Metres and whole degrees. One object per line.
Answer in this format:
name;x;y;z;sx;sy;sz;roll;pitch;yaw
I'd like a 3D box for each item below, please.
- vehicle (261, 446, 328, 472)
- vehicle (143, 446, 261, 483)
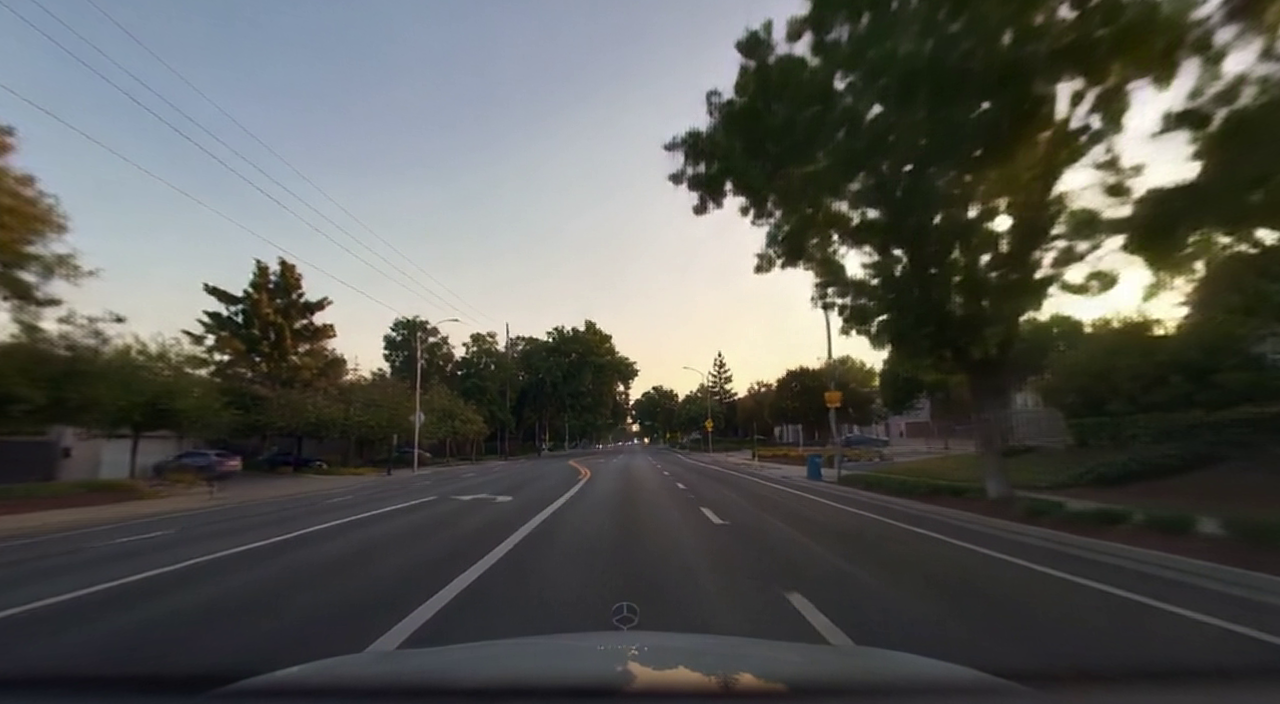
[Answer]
vehicle;-24.326;7.527;44.648;2.067;1.644;4.216;1;-9;5
vehicle;-23.274;5.973;33.715;4.794;1.869;2.060;-1;-8;3
